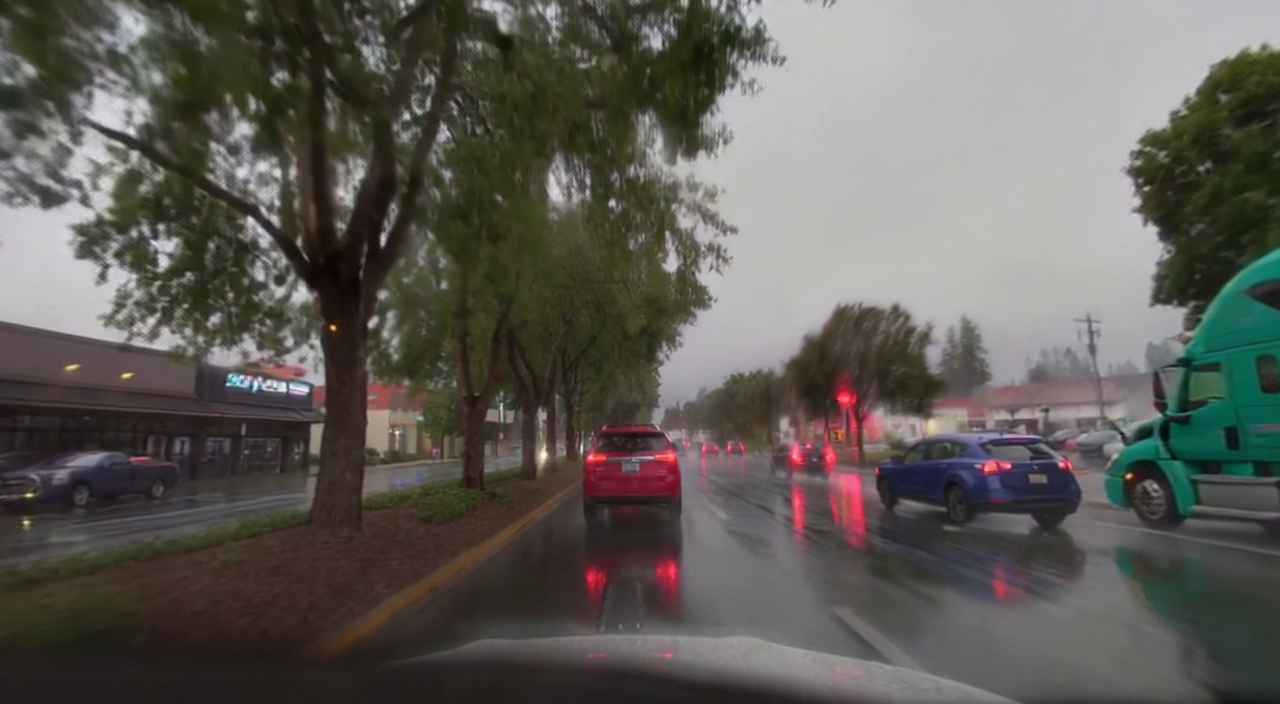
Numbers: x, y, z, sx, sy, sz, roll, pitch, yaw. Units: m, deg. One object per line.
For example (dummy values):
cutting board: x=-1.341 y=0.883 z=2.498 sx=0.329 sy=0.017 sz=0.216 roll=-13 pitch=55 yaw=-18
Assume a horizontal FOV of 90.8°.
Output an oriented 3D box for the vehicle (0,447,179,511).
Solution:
vehicle: x=-19.273 y=4.287 z=22.056 sx=2.302 sy=1.939 sz=5.221 roll=0 pitch=-9 yaw=1

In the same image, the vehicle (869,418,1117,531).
vehicle: x=6.199 y=2.205 z=11.899 sx=2.056 sy=1.703 sz=4.428 roll=0 pitch=-9 yaw=-1

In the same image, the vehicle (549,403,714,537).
vehicle: x=-0.145 y=1.984 z=11.123 sx=2.320 sy=1.880 sz=4.192 roll=0 pitch=-9 yaw=-1

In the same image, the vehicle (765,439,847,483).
vehicle: x=6.432 y=4.273 z=25.072 sx=2.035 sy=1.553 sz=4.465 roll=0 pitch=-9 yaw=0

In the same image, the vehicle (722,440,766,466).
vehicle: x=6.543 y=6.382 z=40.158 sx=1.914 sy=1.523 sz=4.287 roll=0 pitch=-9 yaw=-1

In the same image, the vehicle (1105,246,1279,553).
vehicle: x=9.991 y=0.430 z=7.066 sx=3.030 sy=4.019 sz=8.420 roll=0 pitch=-9 yaw=0
